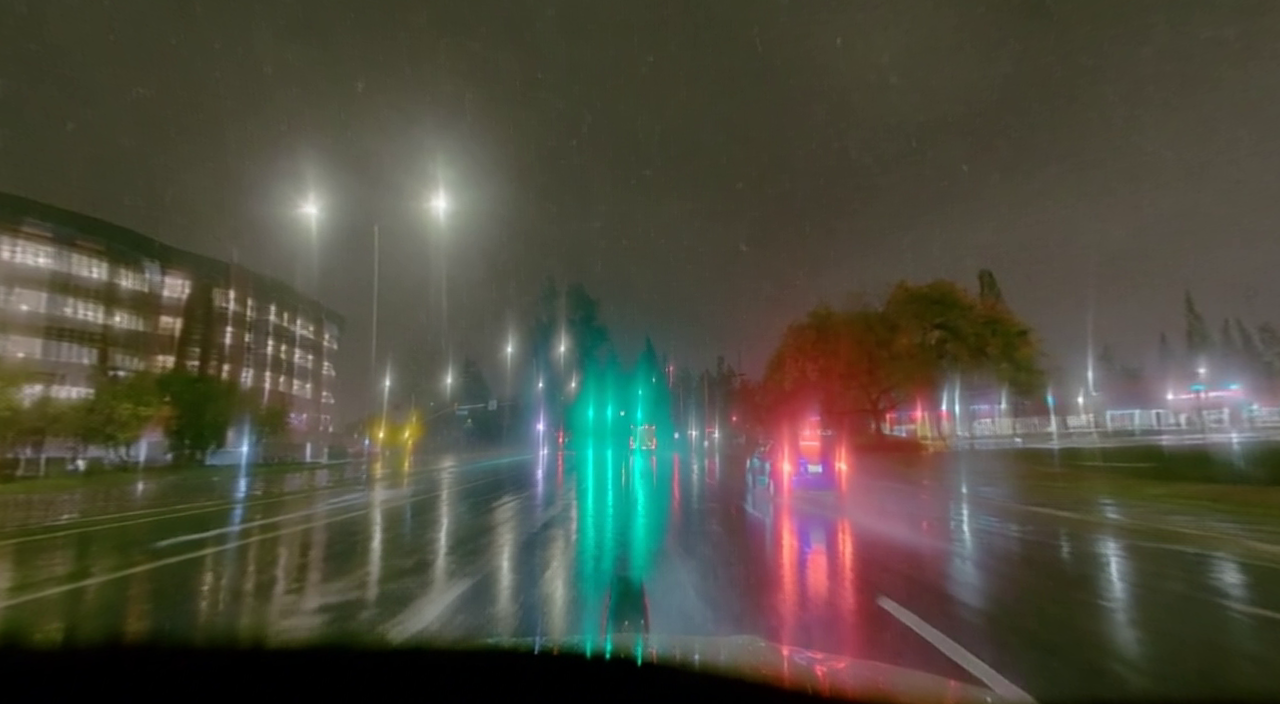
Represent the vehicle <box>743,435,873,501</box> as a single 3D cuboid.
[{"bbox_3d":[4.136,2.921,16.410,2.005,1.442,4.675,0,-8,-1],"label":"vehicle"}]
